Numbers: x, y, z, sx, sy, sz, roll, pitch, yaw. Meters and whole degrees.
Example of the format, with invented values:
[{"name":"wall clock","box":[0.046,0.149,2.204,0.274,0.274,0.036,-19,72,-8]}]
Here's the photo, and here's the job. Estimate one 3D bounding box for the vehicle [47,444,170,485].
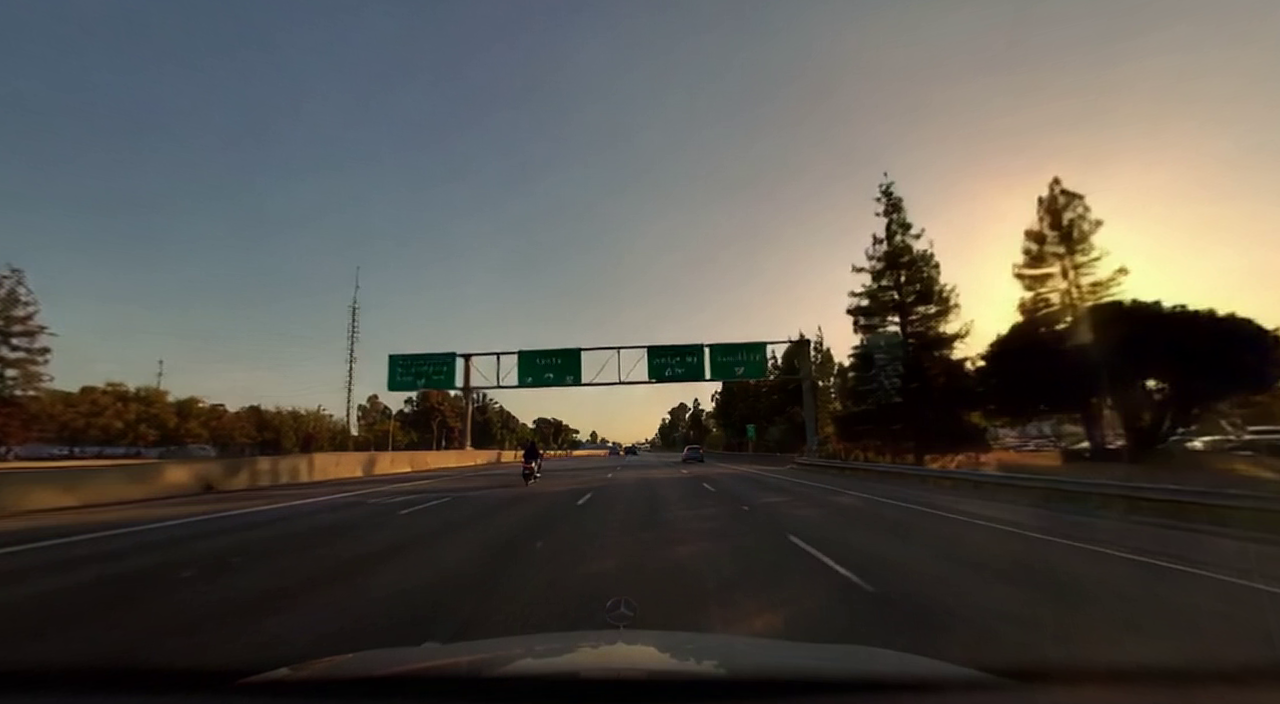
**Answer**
[{"name":"vehicle","box":[-20.391,4.313,24.375,1.597,1.447,3.602,0,-9,0]}]
